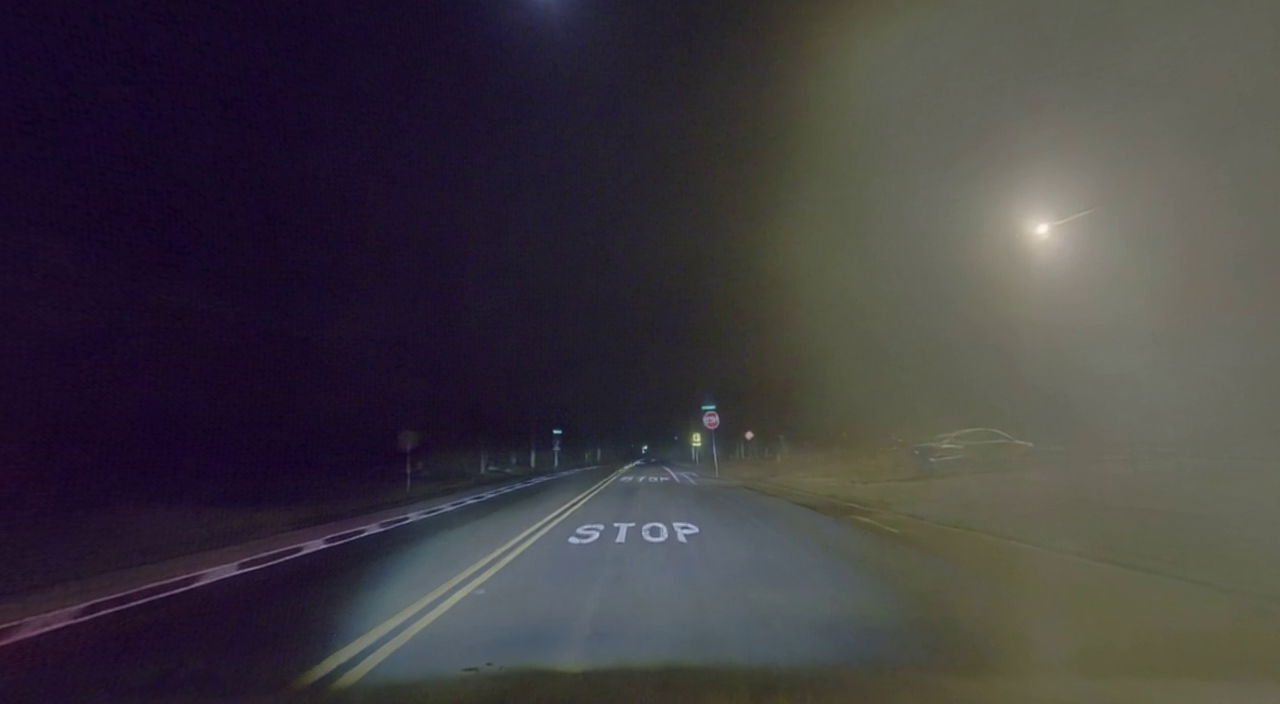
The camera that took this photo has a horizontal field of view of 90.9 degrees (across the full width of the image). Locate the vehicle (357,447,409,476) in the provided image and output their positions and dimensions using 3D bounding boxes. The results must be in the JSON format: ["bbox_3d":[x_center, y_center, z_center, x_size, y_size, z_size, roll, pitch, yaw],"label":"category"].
[{"bbox_3d":[-17.573,7.536,43.326,1.849,1.831,3.980,-1,-11,0],"label":"vehicle"}]

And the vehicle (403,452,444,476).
[{"bbox_3d":[-14.426,7.471,42.177,1.739,1.539,3.548,1,-9,-6],"label":"vehicle"}]
